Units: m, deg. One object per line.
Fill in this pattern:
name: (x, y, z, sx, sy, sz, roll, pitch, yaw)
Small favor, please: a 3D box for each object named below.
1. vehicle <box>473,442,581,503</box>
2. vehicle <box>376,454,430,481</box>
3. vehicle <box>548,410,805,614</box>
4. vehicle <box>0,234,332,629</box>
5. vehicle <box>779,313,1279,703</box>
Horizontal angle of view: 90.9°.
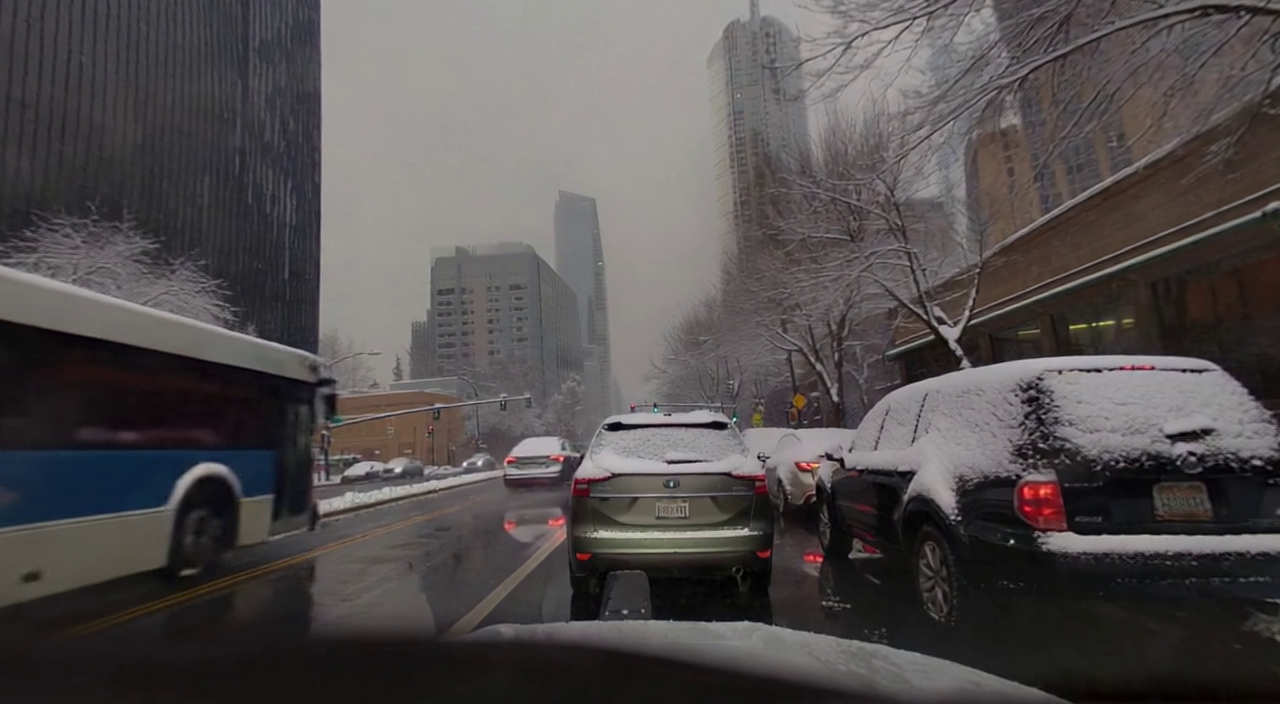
vehicle: (-2.996, 3.307, 17.848, 2.088, 1.483, 4.708, 0, -9, 1)
vehicle: (-16.272, 7.948, 43.519, 1.887, 1.709, 4.403, 0, -9, 2)
vehicle: (0.233, 1.546, 6.889, 2.045, 1.608, 3.573, 0, -9, -2)
vehicle: (-6.988, 0.714, 5.634, 3.152, 3.309, 10.159, 0, -9, 1)
vehicle: (2.754, 1.110, 5.000, 2.117, 1.855, 4.794, 0, -9, -1)
